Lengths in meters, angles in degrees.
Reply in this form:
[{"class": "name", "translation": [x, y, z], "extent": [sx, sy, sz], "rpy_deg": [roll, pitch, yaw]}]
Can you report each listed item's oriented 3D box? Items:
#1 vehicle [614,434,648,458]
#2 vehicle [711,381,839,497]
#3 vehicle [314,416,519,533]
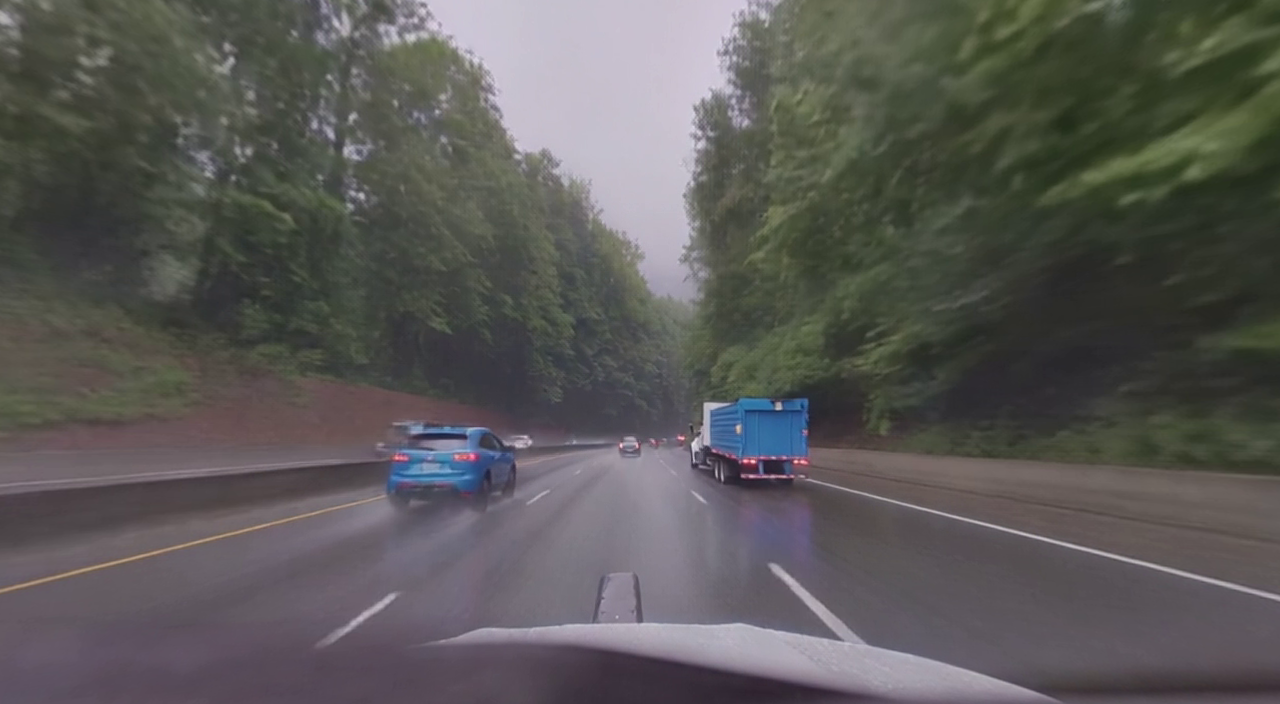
[{"class": "vehicle", "translation": [-0.553, 6.324, 42.724], "extent": [2.195, 1.529, 4.572], "rpy_deg": [0, -8, 0]}, {"class": "vehicle", "translation": [3.230, 2.196, 16.070], "extent": [2.256, 2.568, 4.049], "rpy_deg": [0, -8, -1]}, {"class": "vehicle", "translation": [-3.459, 1.959, 10.743], "extent": [2.008, 1.588, 4.147], "rpy_deg": [0, -8, -1]}]
